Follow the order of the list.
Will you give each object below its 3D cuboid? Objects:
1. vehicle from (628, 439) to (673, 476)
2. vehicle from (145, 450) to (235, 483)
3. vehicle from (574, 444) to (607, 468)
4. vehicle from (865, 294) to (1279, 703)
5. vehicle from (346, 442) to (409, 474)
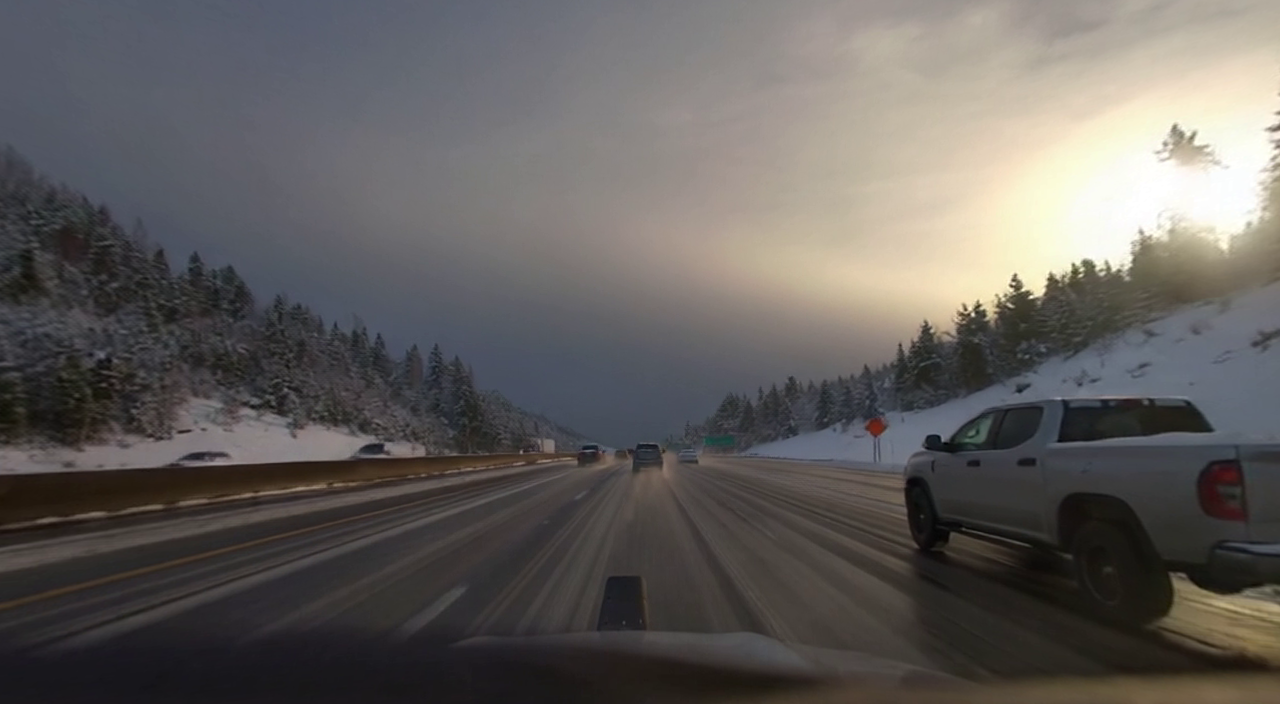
[{"bbox_3d":[0.478,5.199,31.327,2.086,1.685,4.206,0,-8,0],"label":"vehicle"},{"bbox_3d":[-19.225,4.885,27.098,1.455,1.316,3.206,0,-8,1],"label":"vehicle"},{"bbox_3d":[-3.573,7.565,46.154,2.076,1.690,4.113,0,-8,1],"label":"vehicle"},{"bbox_3d":[4.202,1.047,4.901,2.700,1.980,5.866,0,-8,0],"label":"vehicle"},{"bbox_3d":[-12.407,5.001,29.959,1.471,1.394,3.294,0,-8,2],"label":"vehicle"}]
